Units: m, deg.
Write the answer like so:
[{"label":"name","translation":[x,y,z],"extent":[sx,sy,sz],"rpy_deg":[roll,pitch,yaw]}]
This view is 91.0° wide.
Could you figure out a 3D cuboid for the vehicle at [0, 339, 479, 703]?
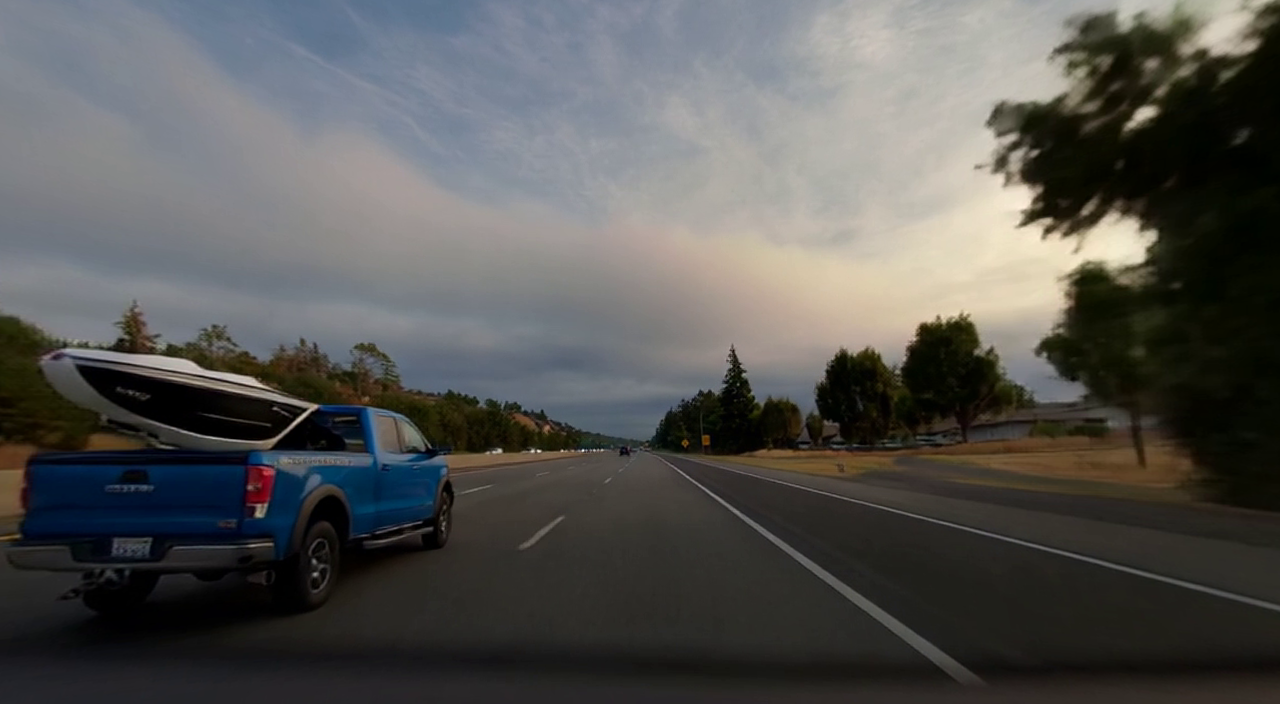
[{"label":"vehicle","translation":[-3.200,1.215,5.345],"extent":[2.202,1.836,5.009],"rpy_deg":[0,-8,1]}]
